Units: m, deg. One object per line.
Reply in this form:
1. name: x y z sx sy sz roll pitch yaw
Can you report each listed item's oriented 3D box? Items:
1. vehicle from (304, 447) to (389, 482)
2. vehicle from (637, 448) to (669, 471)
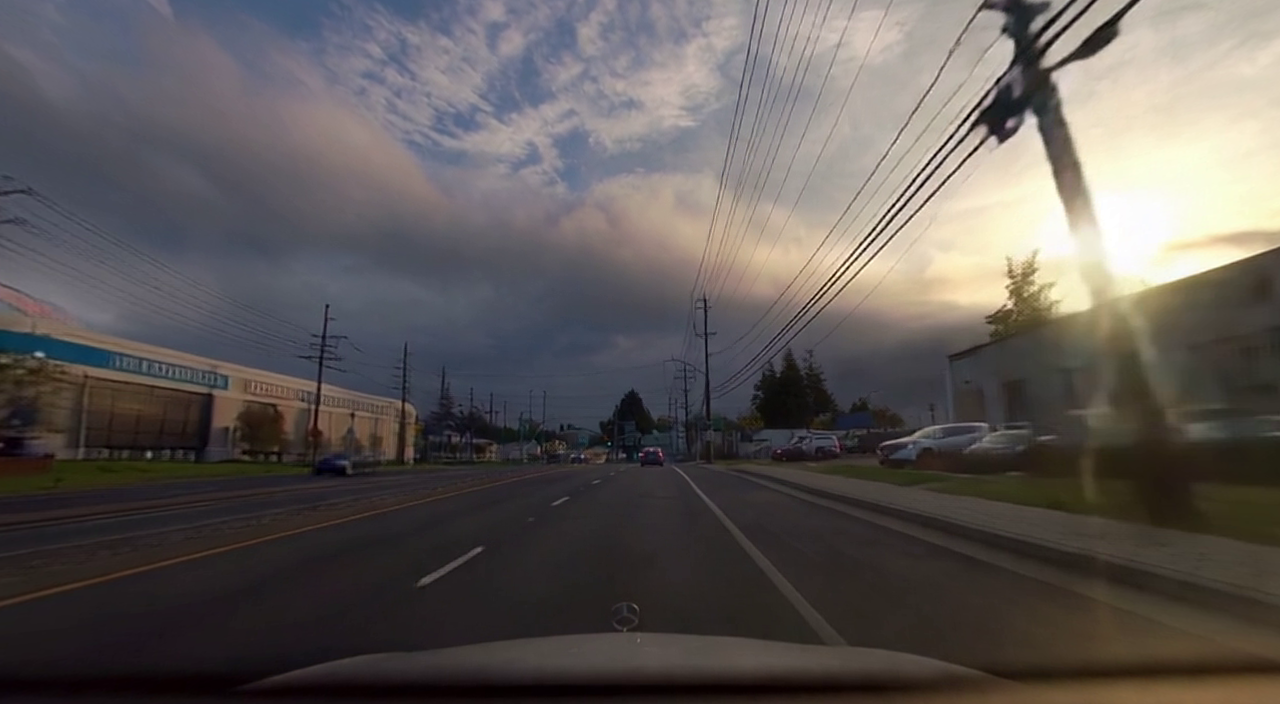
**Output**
1. vehicle: -13.905 5.323 30.129 1.831 1.474 4.352 0 -8 2
2. vehicle: 0.901 7.407 43.652 2.114 1.492 4.453 0 -8 1
